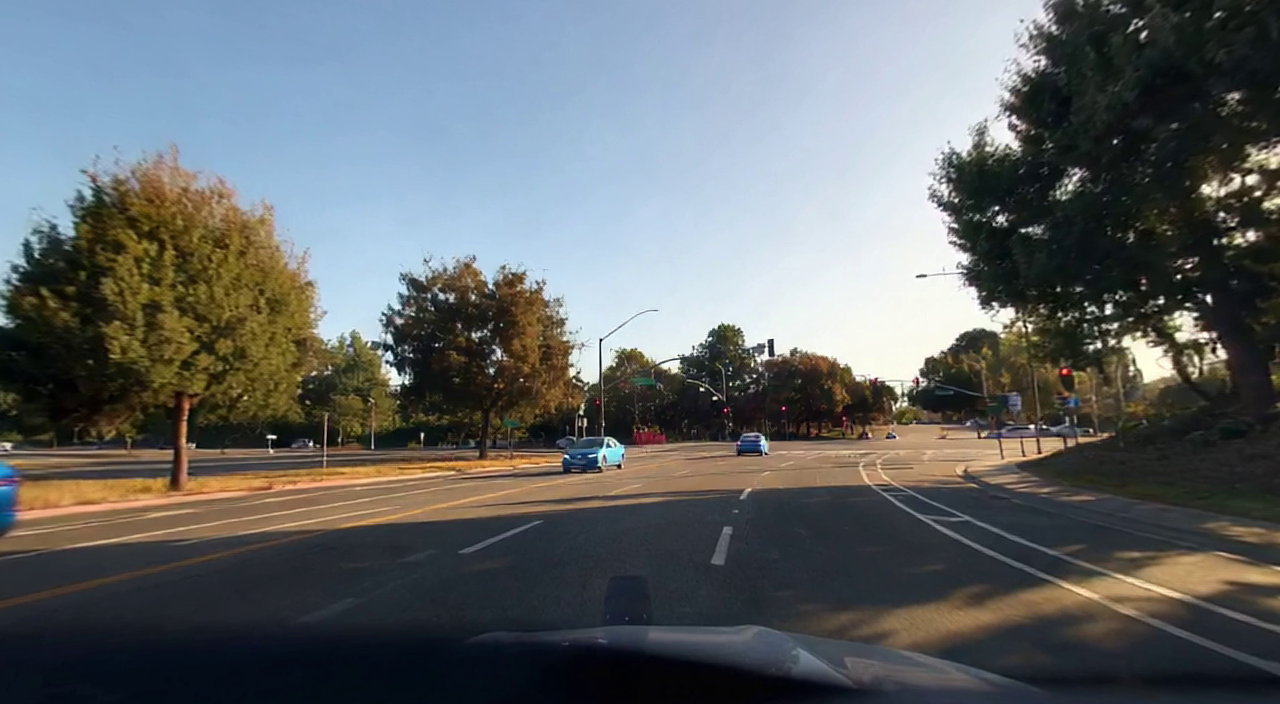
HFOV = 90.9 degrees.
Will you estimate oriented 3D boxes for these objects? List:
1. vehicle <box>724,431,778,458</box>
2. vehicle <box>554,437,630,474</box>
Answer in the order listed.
[{"bbox_3d":[6.993,5.770,39.424,2.055,1.573,4.065,-5,-9,29],"label":"vehicle"},{"bbox_3d":[-2.141,4.811,29.628,1.983,1.562,4.652,-3,-9,17],"label":"vehicle"}]
